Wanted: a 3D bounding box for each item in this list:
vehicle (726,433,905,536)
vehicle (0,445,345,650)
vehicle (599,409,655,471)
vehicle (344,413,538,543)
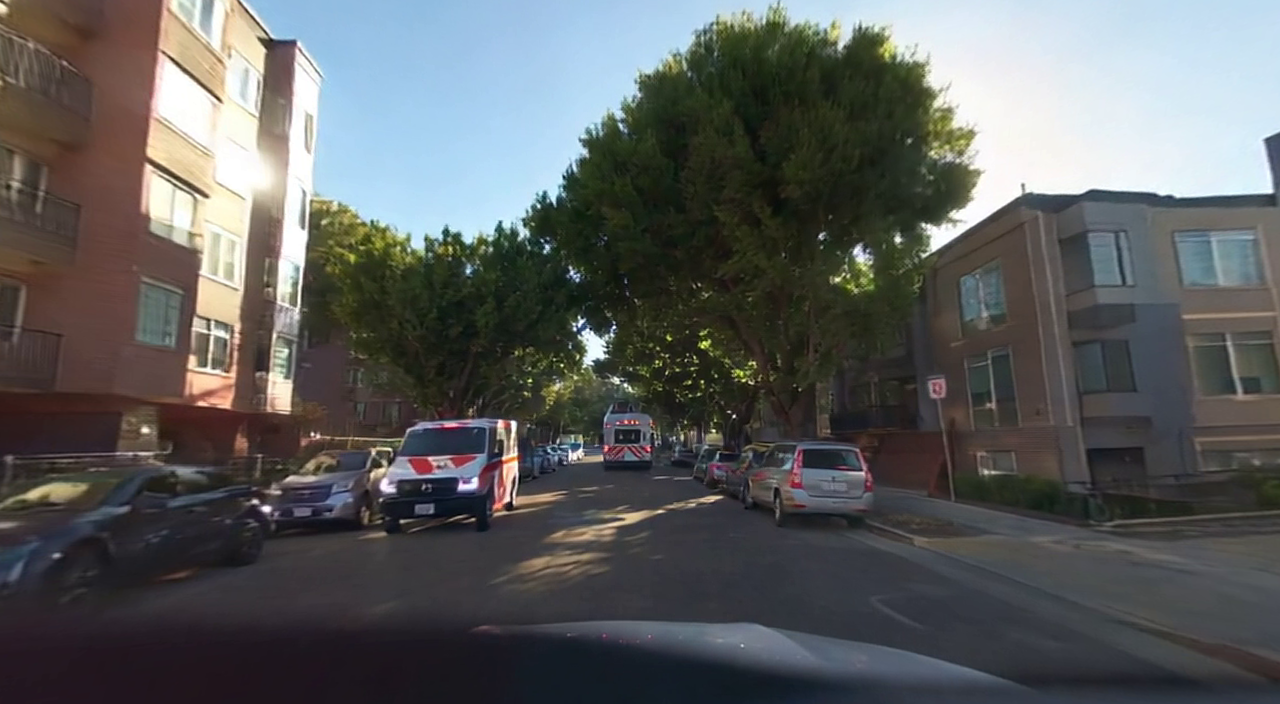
[{"bbox_3d":[3.103,2.428,12.260,2.035,1.549,4.373,3,-9,-3],"label":"vehicle"},{"bbox_3d":[-5.405,1.773,6.982,2.047,1.471,4.647,0,-8,0],"label":"vehicle"},{"bbox_3d":[-0.792,4.873,34.810,2.754,3.008,7.730,0,-8,-2],"label":"vehicle"},{"bbox_3d":[-3.121,2.069,10.991,2.029,1.802,4.229,0,-8,-1],"label":"vehicle"}]
